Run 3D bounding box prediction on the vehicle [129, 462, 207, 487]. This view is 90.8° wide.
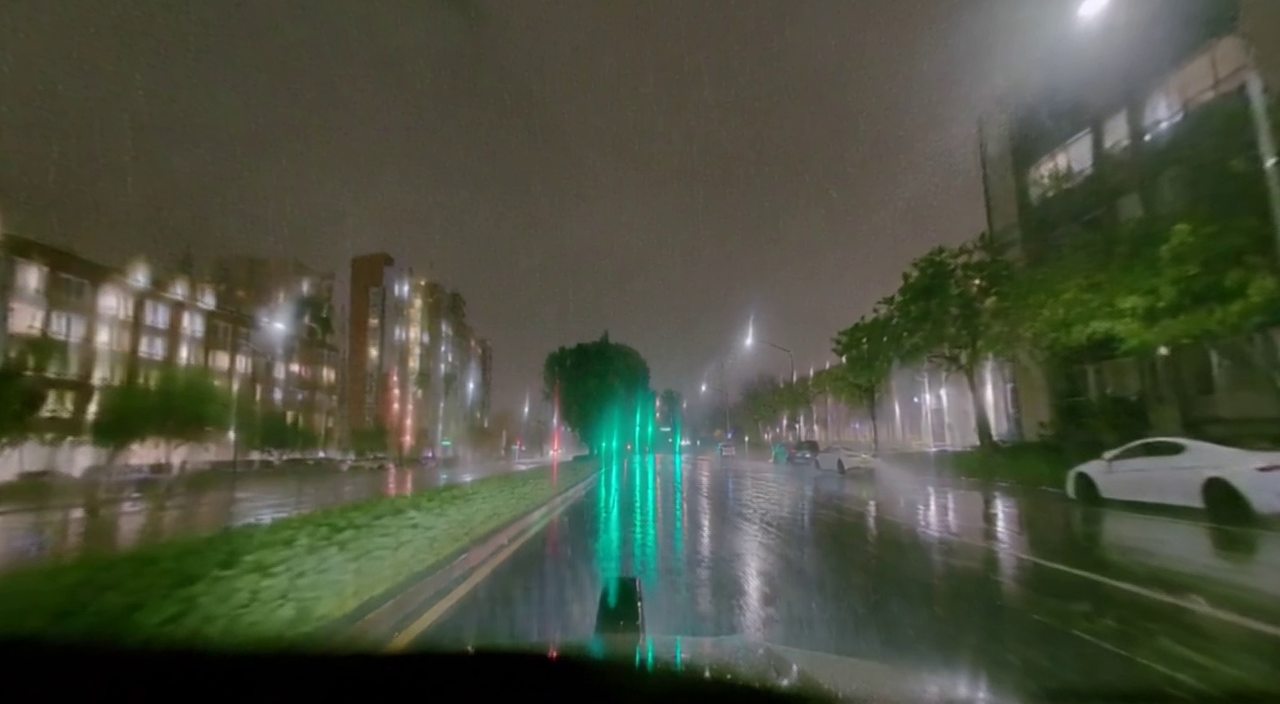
[{"bbox_3d":[-32.762,8.479,43.884,3.802,1.590,1.968,0,-9,2],"label":"vehicle"}]

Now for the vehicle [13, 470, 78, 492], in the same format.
[{"bbox_3d":[-46.908,10.181,49.926,3.617,1.424,1.636,5,-13,-42],"label":"vehicle"}]

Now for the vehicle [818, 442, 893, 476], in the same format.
[{"bbox_3d":[10.029,4.990,29.755,1.964,1.477,4.459,0,-9,0],"label":"vehicle"}]

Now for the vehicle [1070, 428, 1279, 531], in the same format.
[{"bbox_3d":[10.158,2.091,10.756,2.011,1.466,4.989,0,-9,-3],"label":"vehicle"}]

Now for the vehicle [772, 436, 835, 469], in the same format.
[{"bbox_3d":[9.763,6.054,38.204,2.272,1.843,4.913,0,-9,-3],"label":"vehicle"}]
